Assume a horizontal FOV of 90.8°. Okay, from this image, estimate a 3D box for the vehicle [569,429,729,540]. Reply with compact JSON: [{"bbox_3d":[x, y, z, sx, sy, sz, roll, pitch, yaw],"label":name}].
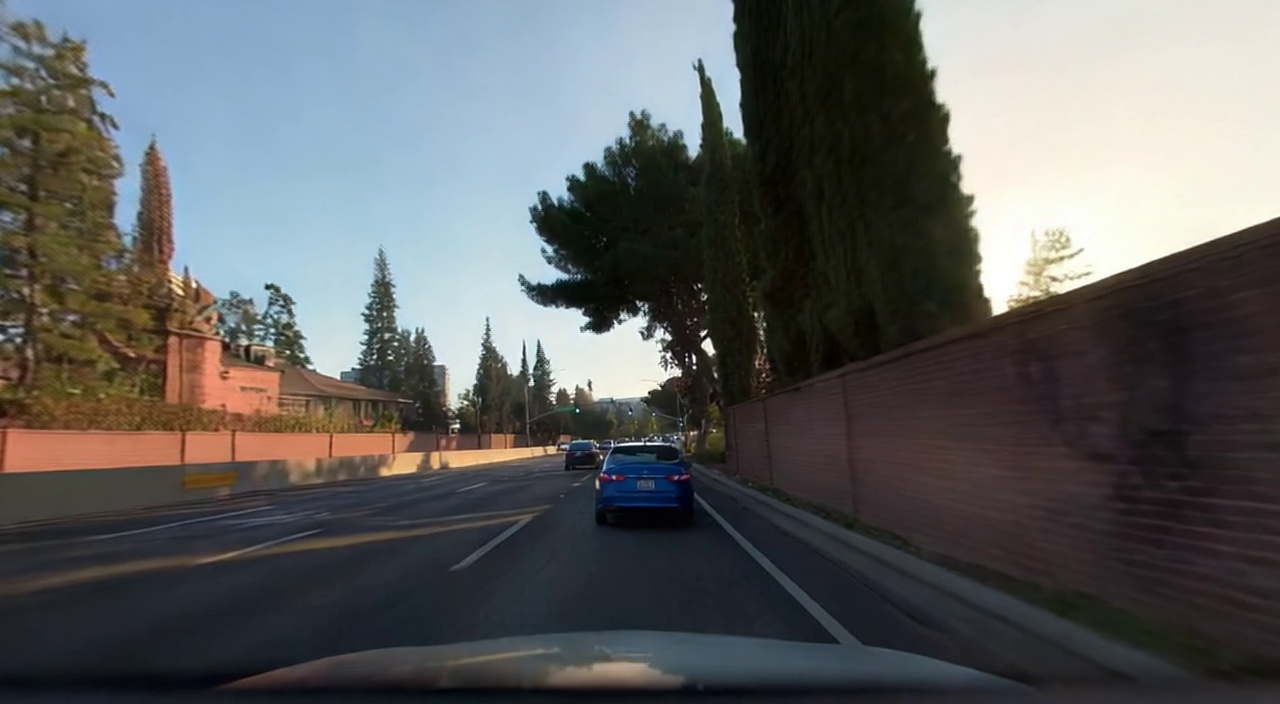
[{"bbox_3d":[0.078,2.138,10.888,2.205,1.509,4.272,0,-8,-1],"label":"vehicle"}]
